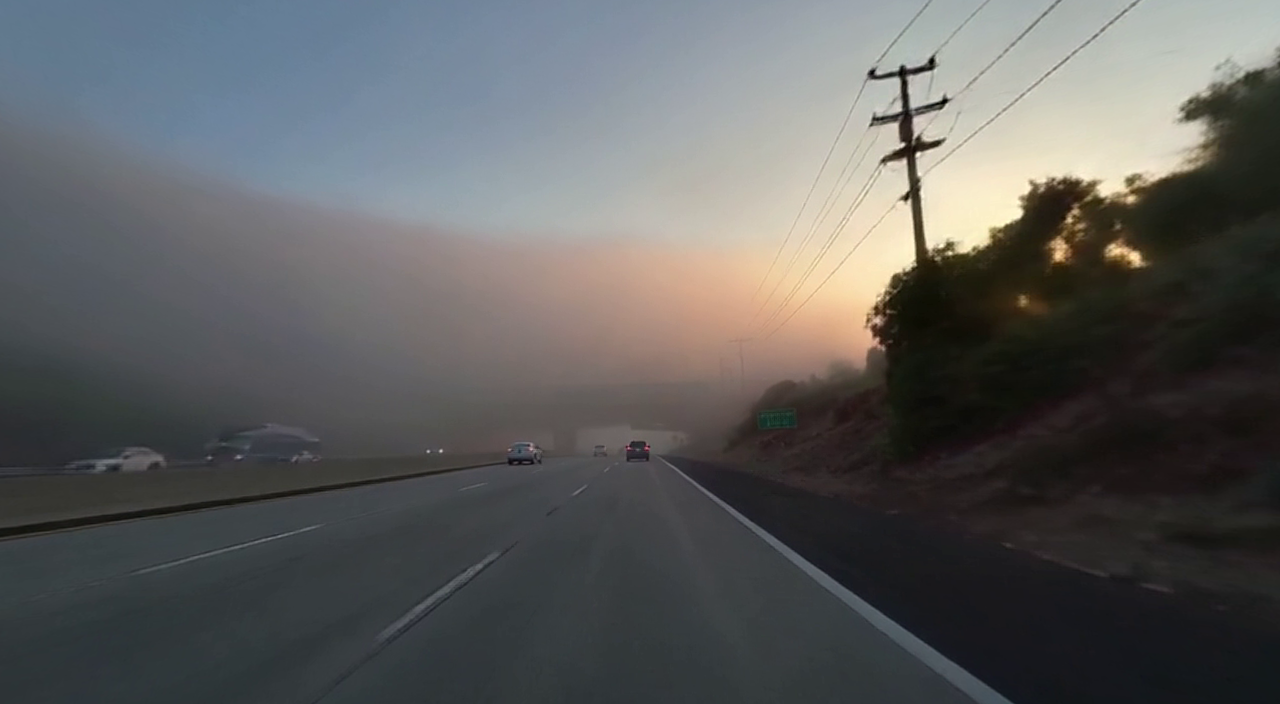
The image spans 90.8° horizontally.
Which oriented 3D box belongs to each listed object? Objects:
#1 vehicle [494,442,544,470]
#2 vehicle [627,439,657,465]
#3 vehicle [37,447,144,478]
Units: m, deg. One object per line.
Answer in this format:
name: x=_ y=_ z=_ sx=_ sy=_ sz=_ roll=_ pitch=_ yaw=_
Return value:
vehicle: x=-7.077 y=6.114 z=37.400 sx=2.077 sy=1.511 sz=4.323 roll=0 pitch=-8 yaw=1
vehicle: x=0.141 y=7.036 z=44.508 sx=2.063 sy=1.715 sz=4.299 roll=0 pitch=-8 yaw=0
vehicle: x=-35.503 y=7.125 z=41.101 sx=2.001 sy=1.866 sz=5.412 roll=0 pitch=-8 yaw=1
